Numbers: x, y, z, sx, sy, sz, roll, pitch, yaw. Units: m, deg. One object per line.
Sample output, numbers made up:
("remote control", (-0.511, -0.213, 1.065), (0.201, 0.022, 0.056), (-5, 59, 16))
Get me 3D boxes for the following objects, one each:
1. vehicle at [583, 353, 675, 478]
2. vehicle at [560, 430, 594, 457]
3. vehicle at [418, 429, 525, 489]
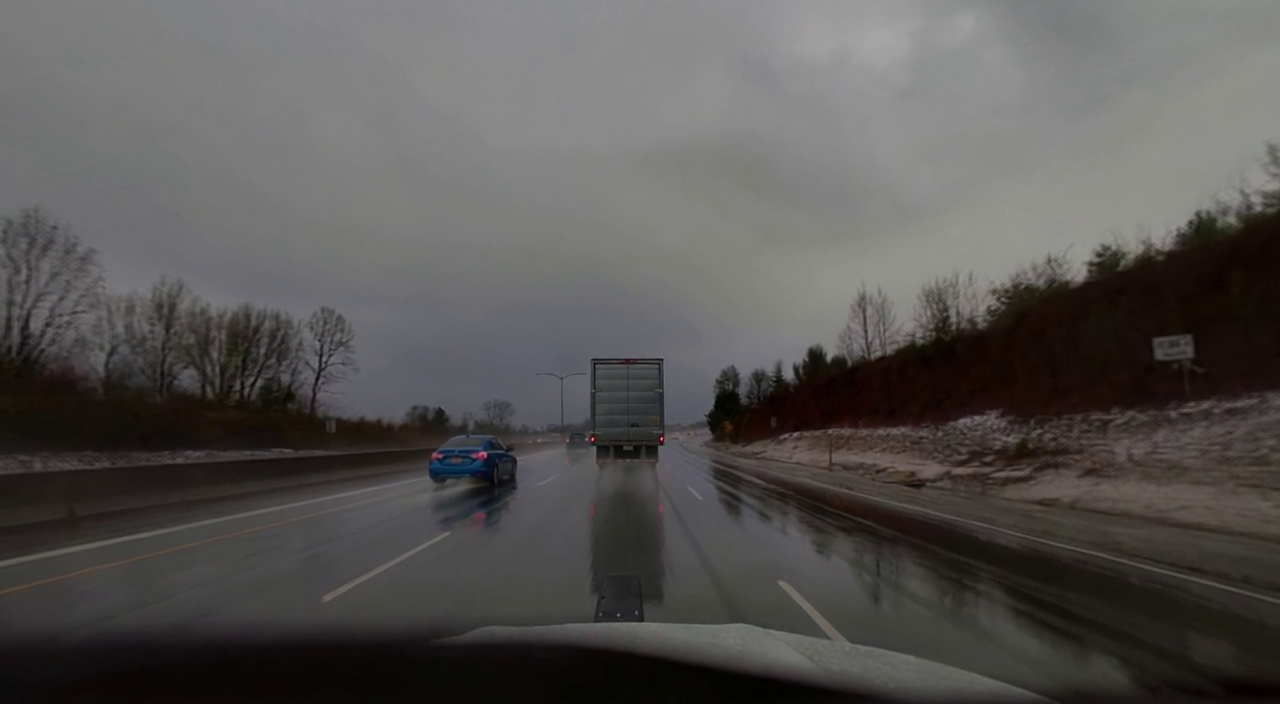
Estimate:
("vehicle", (-0.452, 2.714, 25.427), (2.953, 4.041, 10.072), (0, -8, -1))
("vehicle", (-4.558, 6.698, 46.080), (2.019, 1.834, 4.644), (0, -8, 0))
("vehicle", (-4.800, 3.087, 18.628), (1.931, 1.539, 4.441), (0, -8, 0))
